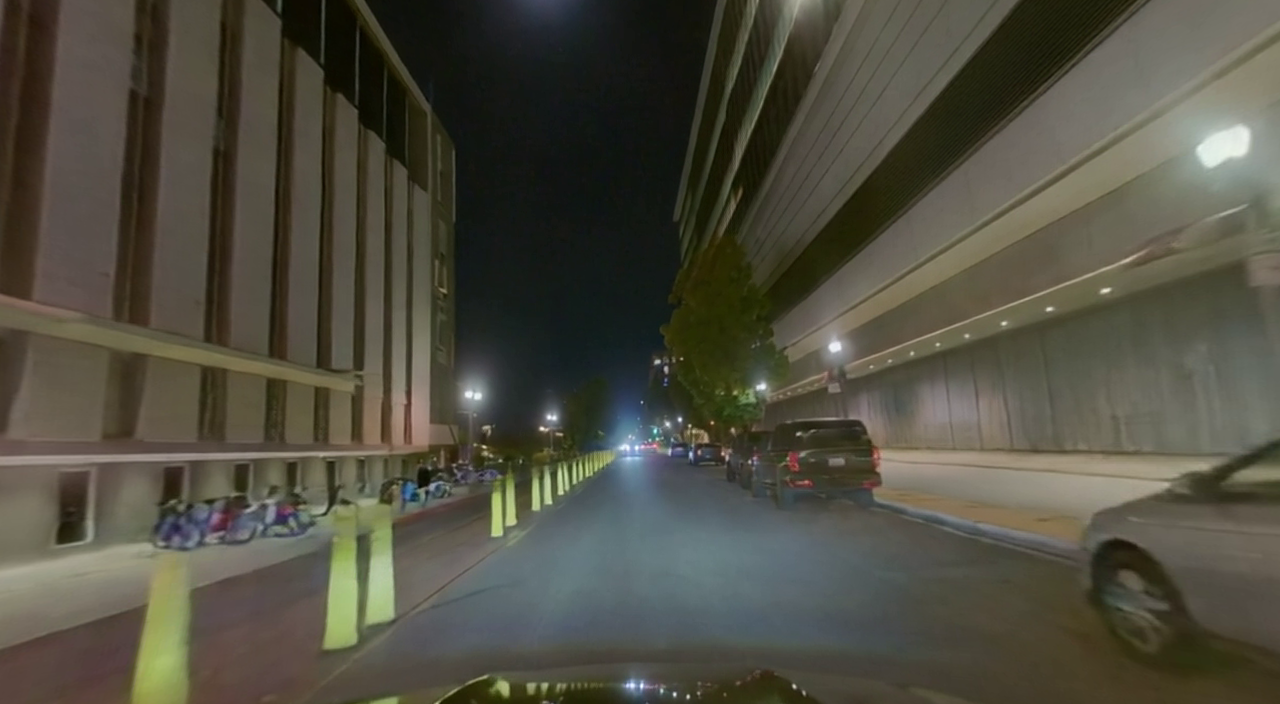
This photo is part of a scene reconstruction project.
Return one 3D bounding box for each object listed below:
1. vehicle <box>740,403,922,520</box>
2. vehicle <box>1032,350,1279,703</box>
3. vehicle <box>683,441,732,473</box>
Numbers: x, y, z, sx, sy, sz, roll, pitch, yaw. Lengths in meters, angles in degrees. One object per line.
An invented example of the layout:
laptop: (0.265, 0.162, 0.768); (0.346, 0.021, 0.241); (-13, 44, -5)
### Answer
vehicle: (3.472, 2.140, 12.690); (2.127, 1.864, 4.892); (-1, -9, 1)
vehicle: (3.803, 0.789, 2.222); (1.999, 1.769, 4.191); (-1, -8, -2)
vehicle: (3.309, 5.280, 32.071); (1.963, 1.445, 4.948); (-1, -8, 0)
